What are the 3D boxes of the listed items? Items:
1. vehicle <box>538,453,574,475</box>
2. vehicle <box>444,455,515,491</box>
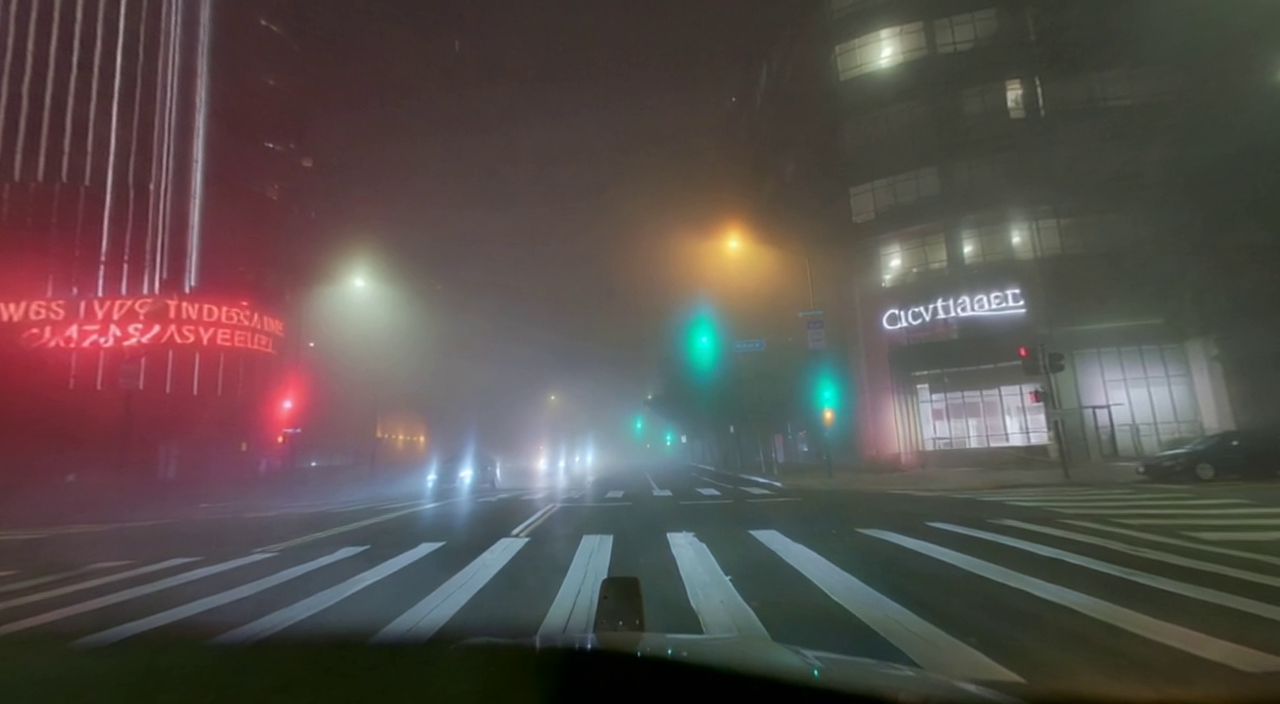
[{"bbox_3d":[-6.175,8.275,46.791,1.897,1.537,3.770,-1,-9,3],"label":"vehicle"},{"bbox_3d":[-7.155,5.419,28.565,1.893,1.451,4.276,-1,-9,3],"label":"vehicle"}]
